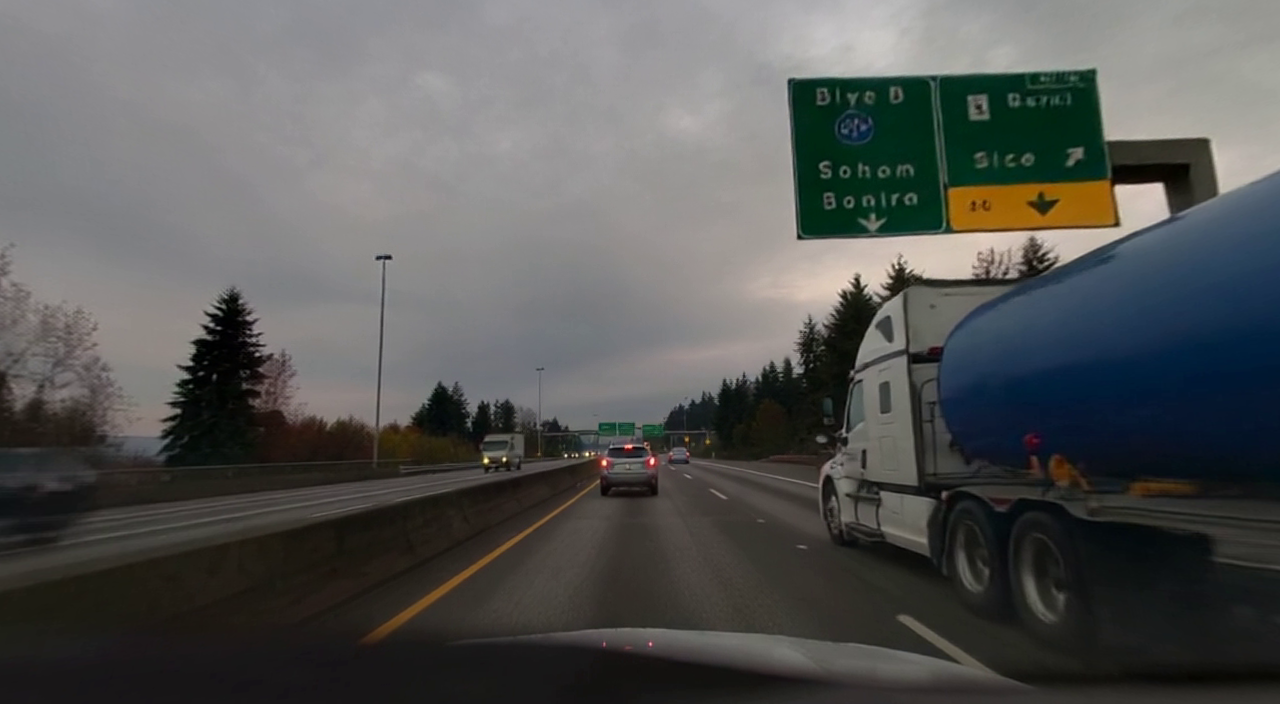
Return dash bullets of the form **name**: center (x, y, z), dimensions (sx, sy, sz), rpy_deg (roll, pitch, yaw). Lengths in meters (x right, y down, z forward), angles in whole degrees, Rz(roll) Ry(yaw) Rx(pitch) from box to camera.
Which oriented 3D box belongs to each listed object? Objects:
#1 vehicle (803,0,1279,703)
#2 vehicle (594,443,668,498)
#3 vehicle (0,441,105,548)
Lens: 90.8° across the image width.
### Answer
- **vehicle**: center (3.865, 0.205, 5.755), dimensions (3.001, 3.728, 5.947), rpy_deg (0, -9, -1)
- **vehicle**: center (-0.242, 3.525, 19.101), dimensions (2.003, 1.490, 3.636), rpy_deg (0, -9, 0)
- **vehicle**: center (-12.037, 2.422, 10.637), dimensions (2.063, 1.828, 4.416), rpy_deg (0, -9, 1)
